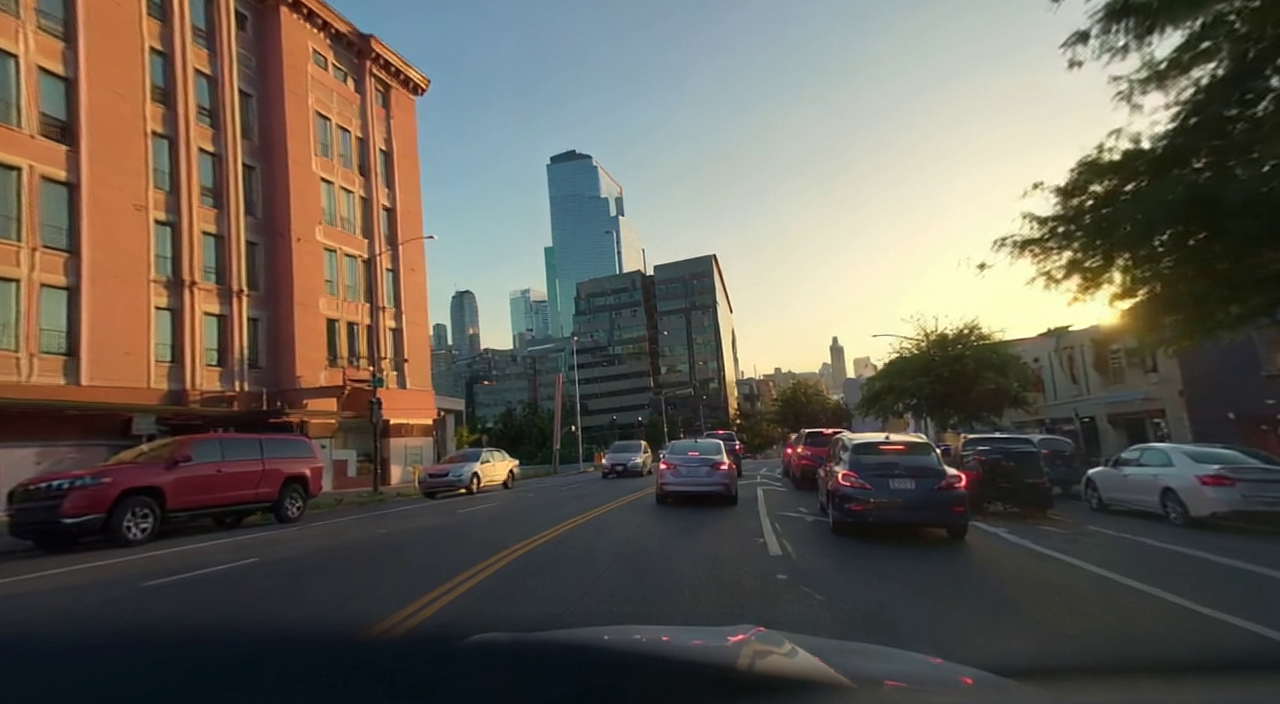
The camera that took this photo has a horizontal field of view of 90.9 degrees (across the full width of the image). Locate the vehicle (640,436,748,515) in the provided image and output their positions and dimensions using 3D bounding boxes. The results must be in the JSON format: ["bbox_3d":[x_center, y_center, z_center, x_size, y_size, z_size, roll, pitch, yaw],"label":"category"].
[{"bbox_3d":[1.322,2.634,13.980,2.031,1.461,3.763,-2,-8,10],"label":"vehicle"}]

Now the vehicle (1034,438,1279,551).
[{"bbox_3d":[8.960,2.273,10.921,1.901,1.500,4.729,-2,-8,10],"label":"vehicle"}]

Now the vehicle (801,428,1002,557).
[{"bbox_3d":[3.667,1.987,9.725,1.982,1.510,4.144,-2,-8,10],"label":"vehicle"}]

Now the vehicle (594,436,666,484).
[{"bbox_3d":[-0.280,4.298,25.526,2.030,1.730,4.453,-2,-9,11],"label":"vehicle"}]

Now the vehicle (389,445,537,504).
[{"bbox_3d":[-5.064,3.538,18.732,1.928,1.503,4.322,-4,-9,22],"label":"vehicle"}]

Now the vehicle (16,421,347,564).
[{"bbox_3d":[-7.553,2.286,11.096,1.934,1.770,4.546,-9,-9,10],"label":"vehicle"}]
